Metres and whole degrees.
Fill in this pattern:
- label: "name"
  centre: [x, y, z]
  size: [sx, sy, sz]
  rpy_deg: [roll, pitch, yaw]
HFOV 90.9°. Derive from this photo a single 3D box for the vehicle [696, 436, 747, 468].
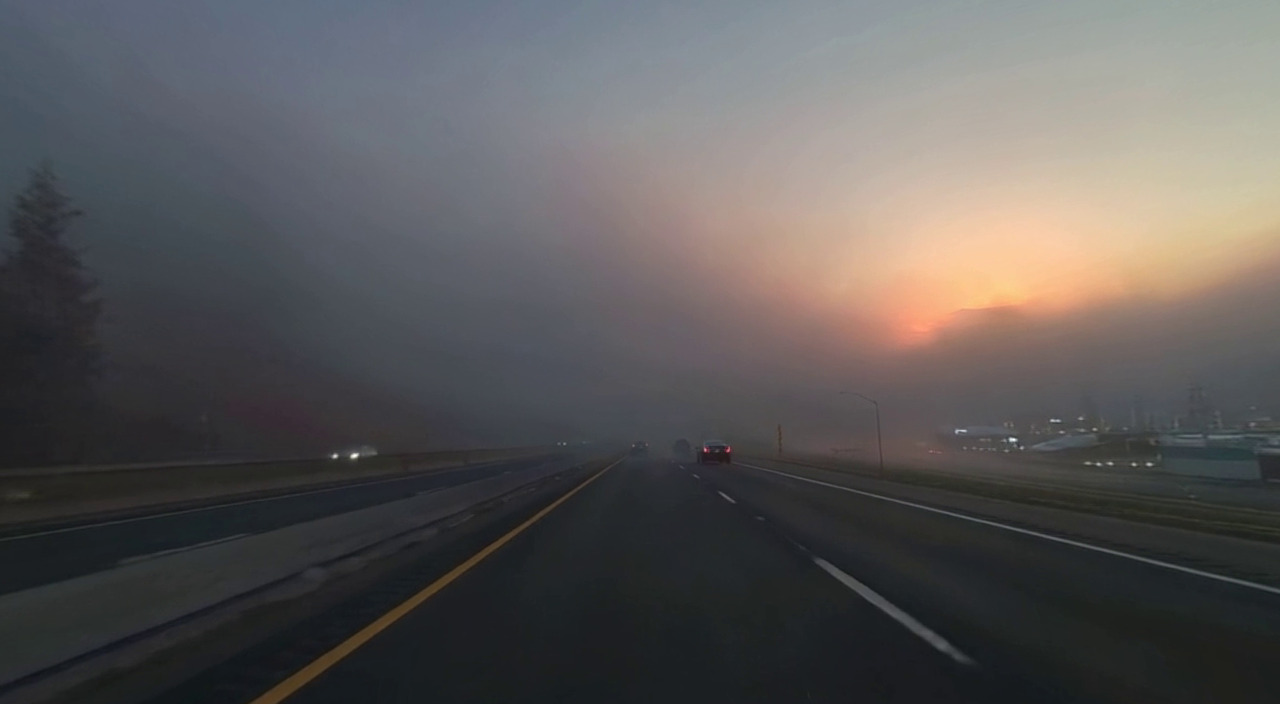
- label: "vehicle"
  centre: [4.101, 5.107, 32.356]
  size: [2.062, 1.518, 4.026]
  rpy_deg: [0, -8, -1]
